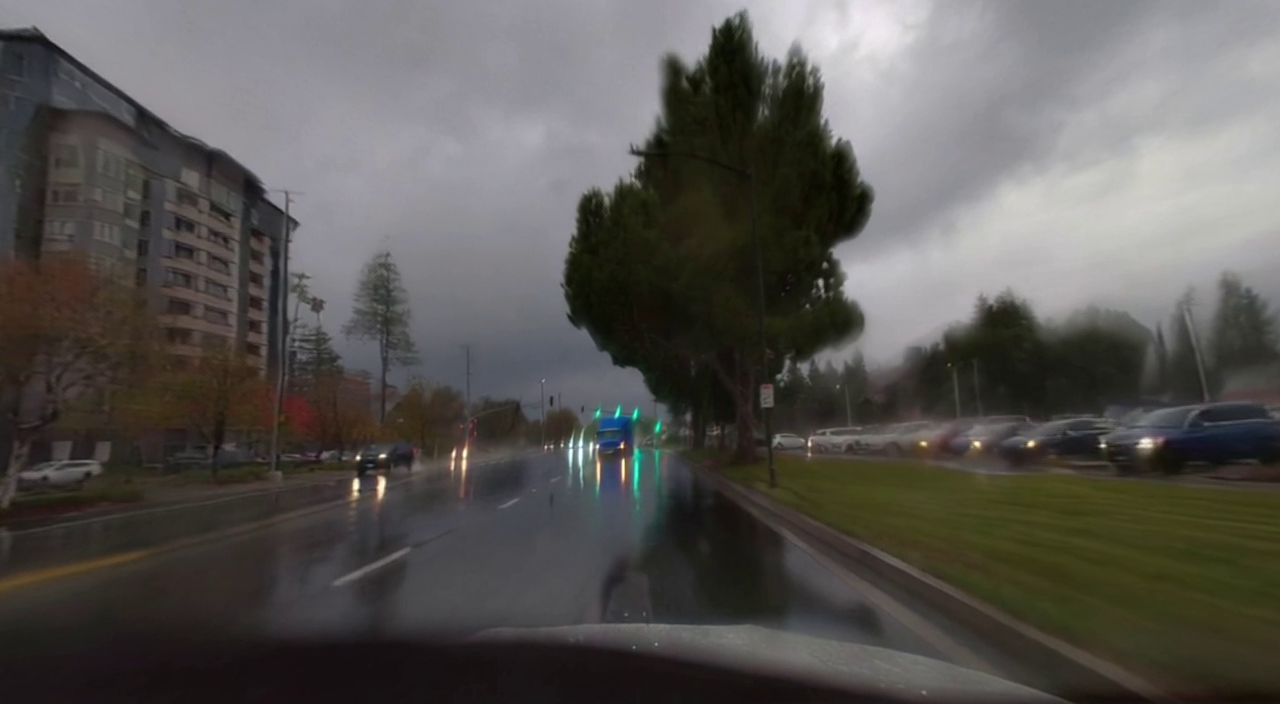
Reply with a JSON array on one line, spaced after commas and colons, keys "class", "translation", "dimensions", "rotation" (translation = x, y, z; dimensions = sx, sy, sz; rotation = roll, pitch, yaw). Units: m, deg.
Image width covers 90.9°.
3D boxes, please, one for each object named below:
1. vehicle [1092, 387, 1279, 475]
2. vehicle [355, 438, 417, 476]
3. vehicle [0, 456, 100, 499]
[{"class": "vehicle", "translation": [14.473, 2.022, 15.948], "dimensions": [4.437, 2.022, 2.173], "rotation": [1, -8, -6]}, {"class": "vehicle", "translation": [-16.697, 6.877, 41.742], "dimensions": [2.380, 2.179, 5.187], "rotation": [-2, -8, -5]}, {"class": "vehicle", "translation": [-30.477, 6.334, 32.164], "dimensions": [1.967, 1.877, 4.256], "rotation": [0, -8, 0]}]
